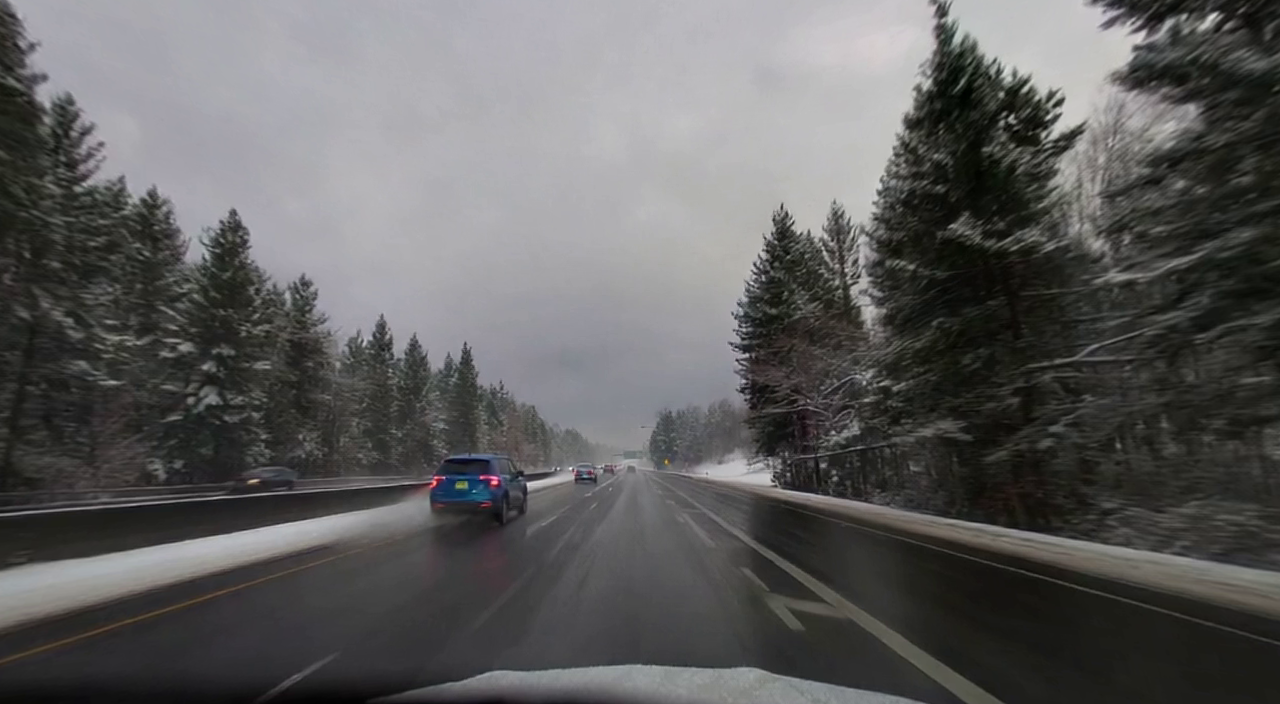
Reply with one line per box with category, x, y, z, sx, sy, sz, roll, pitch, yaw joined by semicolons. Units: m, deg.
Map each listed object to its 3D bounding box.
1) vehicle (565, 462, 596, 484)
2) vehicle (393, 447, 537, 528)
vehicle;-4.332;8.943;46.680;1.900;1.469;4.106;1;-10;0
vehicle;-3.895;3.143;14.959;2.068;1.592;4.479;0;-10;0
